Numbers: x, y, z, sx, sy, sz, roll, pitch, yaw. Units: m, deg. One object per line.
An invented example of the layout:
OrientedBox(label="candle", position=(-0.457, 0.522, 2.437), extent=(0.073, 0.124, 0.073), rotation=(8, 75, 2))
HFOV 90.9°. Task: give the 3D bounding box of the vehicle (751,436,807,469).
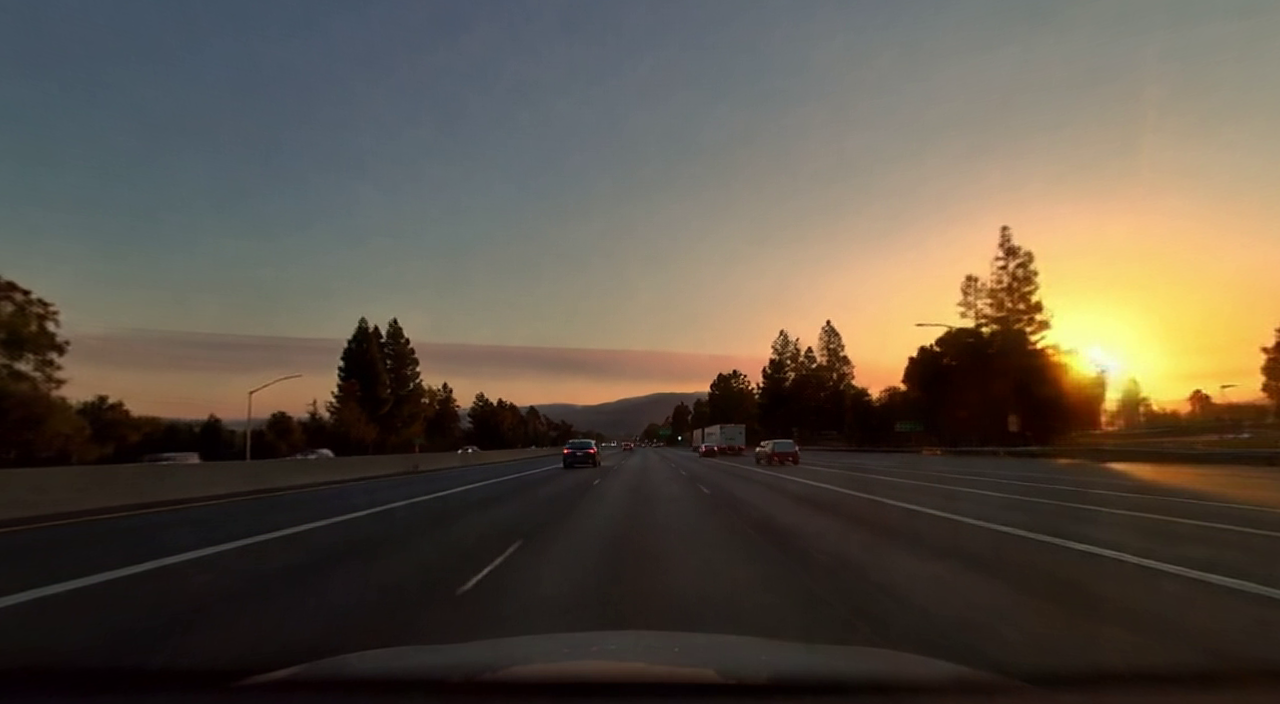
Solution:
OrientedBox(label="vehicle", position=(7.625, 5.542, 34.950), extent=(2.063, 1.706, 4.259), rotation=(0, -8, -1))

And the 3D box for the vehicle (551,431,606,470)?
OrientedBox(label="vehicle", position=(-3.313, 5.453, 35.104), extent=(2.453, 1.952, 5.320), rotation=(0, -8, 1))

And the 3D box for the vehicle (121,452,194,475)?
OrientedBox(label="vehicle", position=(-35.375, 8.169, 46.350), extent=(1.798, 1.499, 4.543), rotation=(0, -8, -1))
